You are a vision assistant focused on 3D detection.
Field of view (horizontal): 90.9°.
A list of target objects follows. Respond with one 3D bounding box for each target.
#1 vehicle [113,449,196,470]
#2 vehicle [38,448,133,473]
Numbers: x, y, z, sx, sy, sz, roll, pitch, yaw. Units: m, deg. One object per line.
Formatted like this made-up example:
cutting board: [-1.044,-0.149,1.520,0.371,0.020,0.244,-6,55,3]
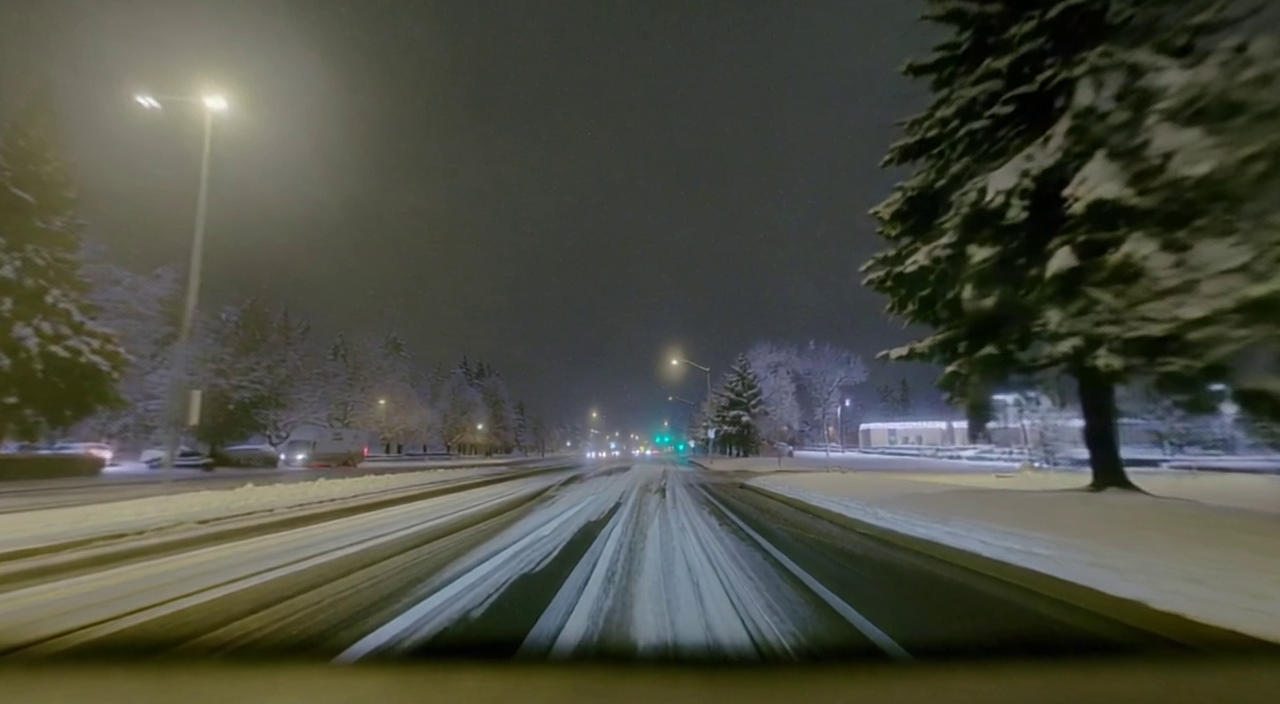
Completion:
vehicle: [-34.482,7.656,44.851,4.276,1.404,1.978,-1,-8,4]
vehicle: [-35.194,6.867,40.103,4.261,1.480,2.026,-1,-8,4]
